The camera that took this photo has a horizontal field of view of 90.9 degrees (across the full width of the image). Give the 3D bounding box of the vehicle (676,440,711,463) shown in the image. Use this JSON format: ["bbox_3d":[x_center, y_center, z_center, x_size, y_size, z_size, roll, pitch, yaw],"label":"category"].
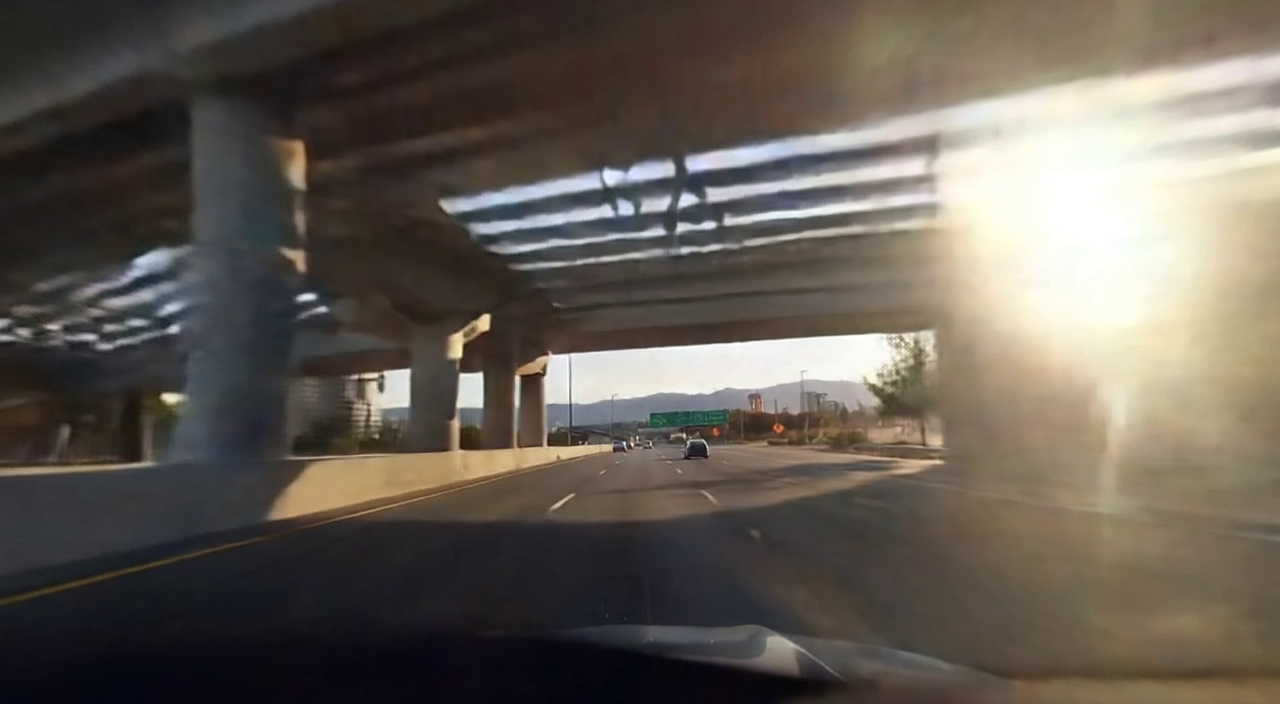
[{"bbox_3d":[3.641,6.889,43.677,1.949,1.515,4.374,0,-8,-1],"label":"vehicle"}]
